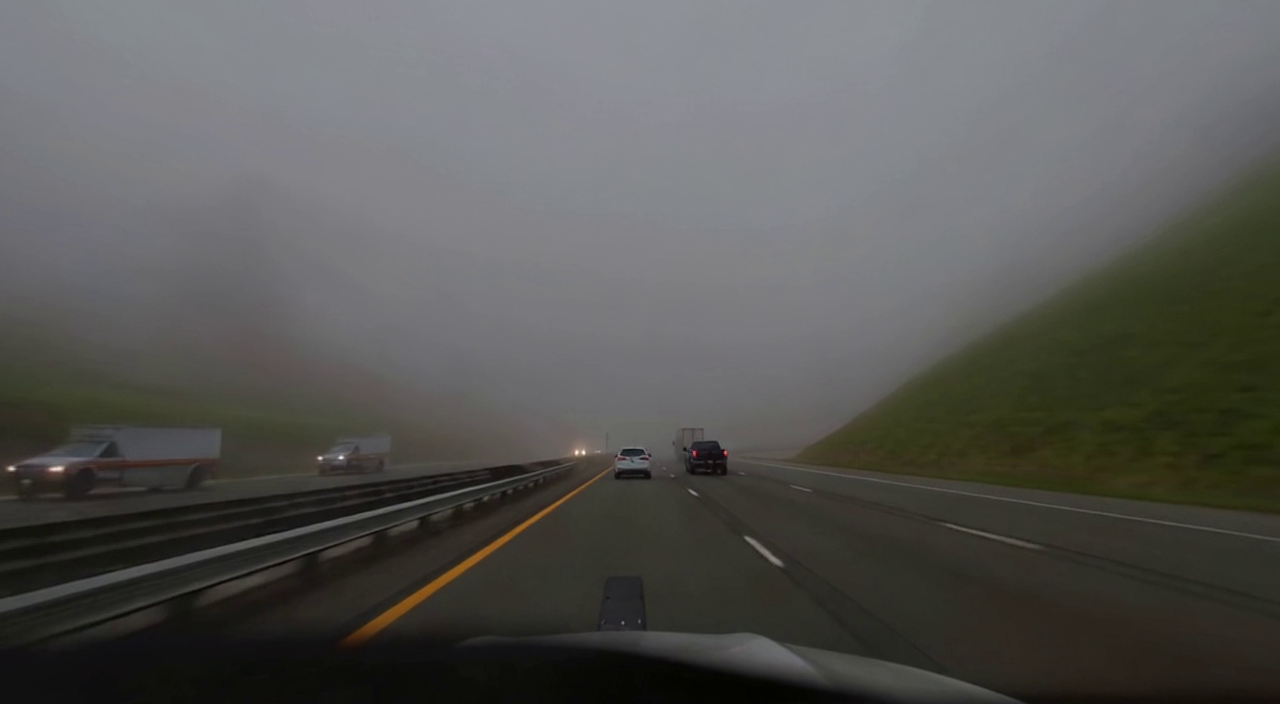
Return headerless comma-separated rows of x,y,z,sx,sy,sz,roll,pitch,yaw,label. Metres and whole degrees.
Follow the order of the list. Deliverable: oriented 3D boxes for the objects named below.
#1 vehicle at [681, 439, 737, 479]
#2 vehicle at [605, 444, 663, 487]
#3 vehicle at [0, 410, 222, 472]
3.134,4.981,29.503,2.048,1.704,4.284,0,-9,-1,vehicle
-0.211,4.127,23.121,1.970,1.441,3.846,0,-9,0,vehicle
-35.823,6.294,43.725,2.892,3.450,16.147,0,-9,-1,vehicle
